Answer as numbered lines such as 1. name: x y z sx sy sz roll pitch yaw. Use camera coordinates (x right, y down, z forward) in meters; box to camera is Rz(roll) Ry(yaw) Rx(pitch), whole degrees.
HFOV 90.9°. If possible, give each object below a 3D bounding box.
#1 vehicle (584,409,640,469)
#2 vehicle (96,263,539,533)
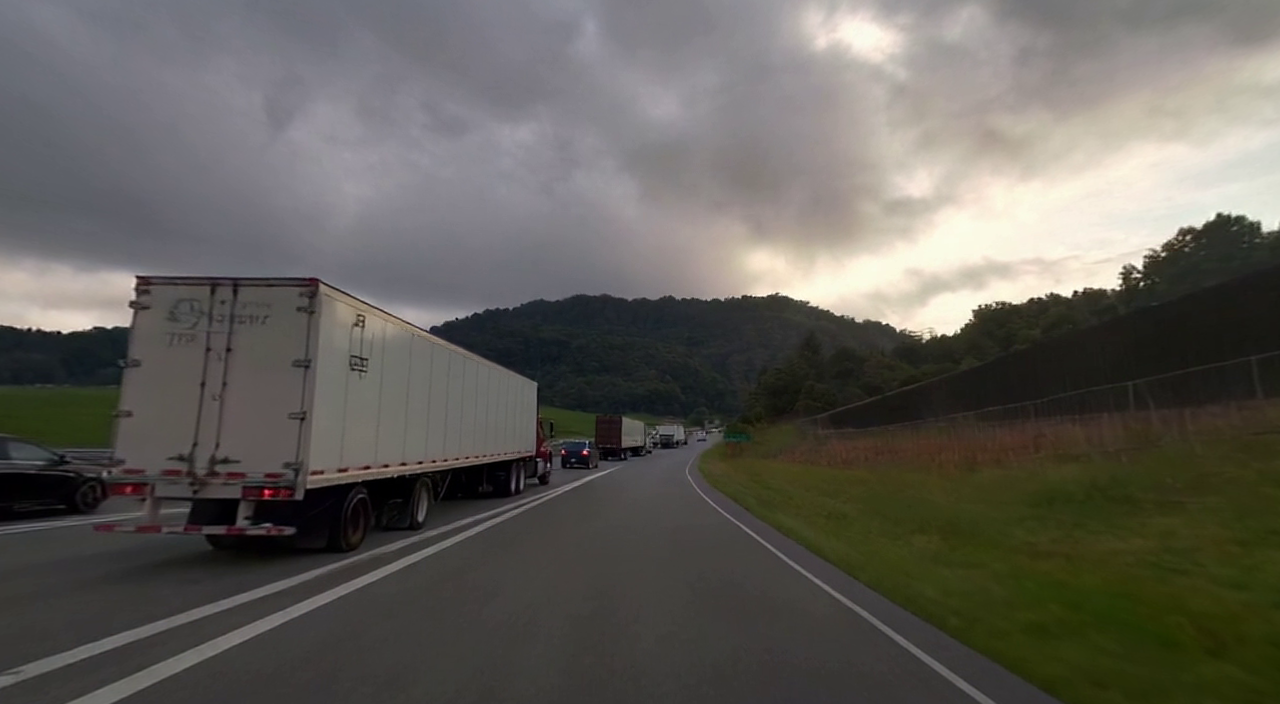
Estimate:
1. vehicle: -1.616 5.804 41.531 2.968 3.439 10.174 0 -9 1
2. vehicle: -6.005 1.738 16.664 2.848 4.067 14.314 -1 -9 6
